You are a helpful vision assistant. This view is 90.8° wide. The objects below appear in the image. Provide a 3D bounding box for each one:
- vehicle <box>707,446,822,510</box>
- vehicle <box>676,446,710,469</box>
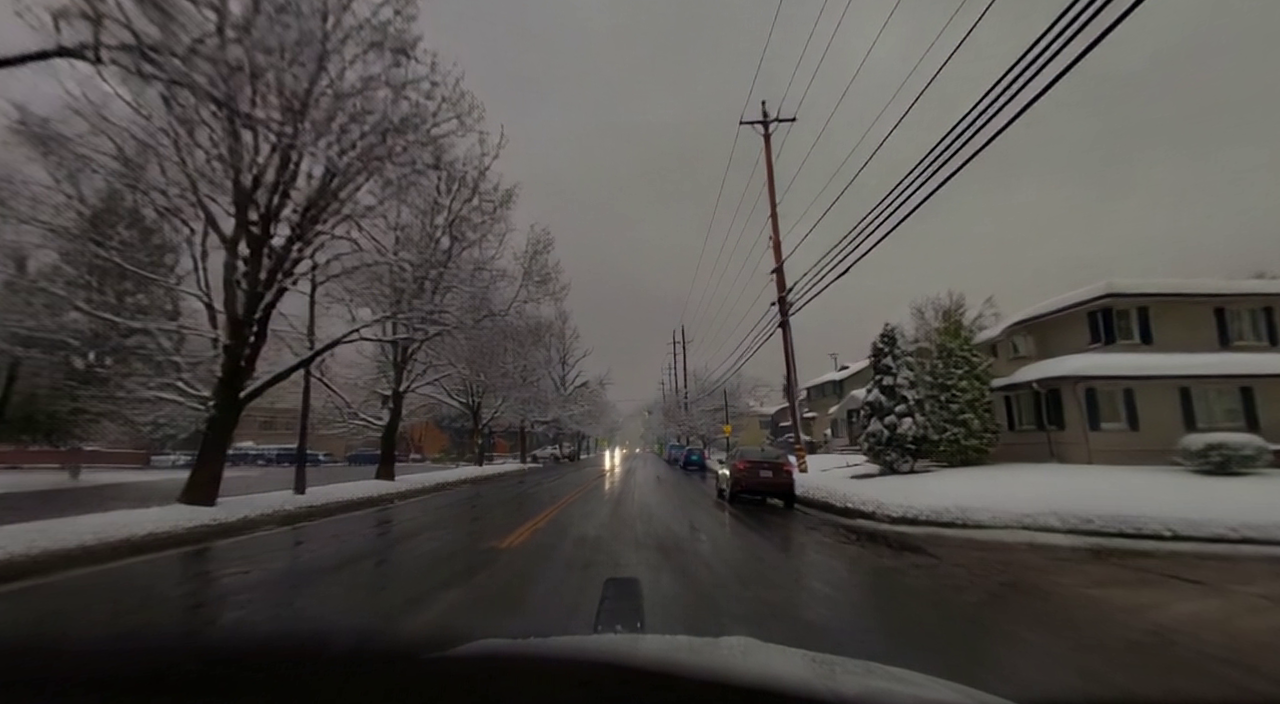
[{"bbox_3d":[3.101,3.235,16.829,1.990,1.435,4.526,0,-8,-2],"label":"vehicle"},{"bbox_3d":[3.600,7.310,43.889,1.915,1.491,4.642,0,-8,0],"label":"vehicle"}]
